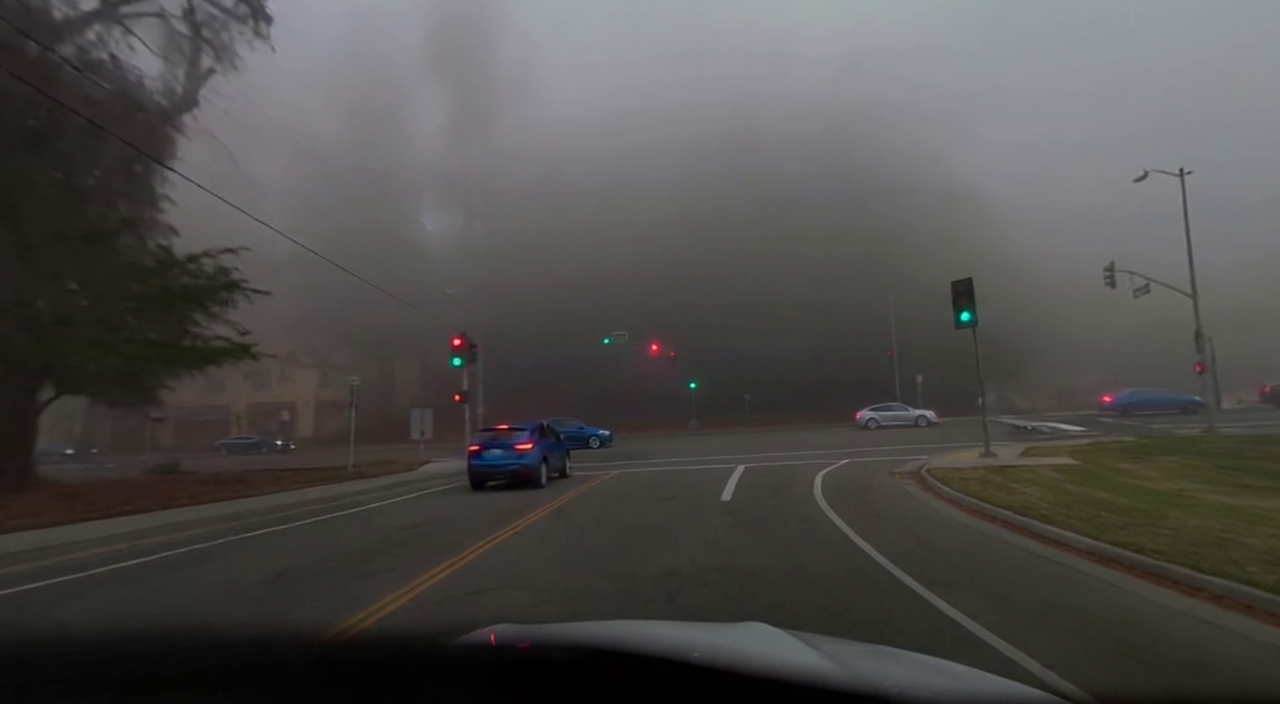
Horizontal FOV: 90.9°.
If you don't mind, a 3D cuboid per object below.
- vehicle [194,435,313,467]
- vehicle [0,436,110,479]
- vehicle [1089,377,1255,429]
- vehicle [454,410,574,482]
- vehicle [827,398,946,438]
[{"bbox_3d":[-19.056,4.899,31.218,4.610,1.476,2.021,-1,-9,5],"label":"vehicle"},{"bbox_3d":[-30.393,5.379,32.238,4.928,1.843,2.055,-3,-4,5],"label":"vehicle"},{"bbox_3d":[22.841,2.272,27.272,4.950,2.022,2.221,-1,-9,5],"label":"vehicle"},{"bbox_3d":[-3.305,2.631,17.603,1.928,1.726,4.704,-1,-9,6],"label":"vehicle"},{"bbox_3d":[11.083,3.023,28.659,4.636,1.668,1.935,-1,-9,7],"label":"vehicle"}]
